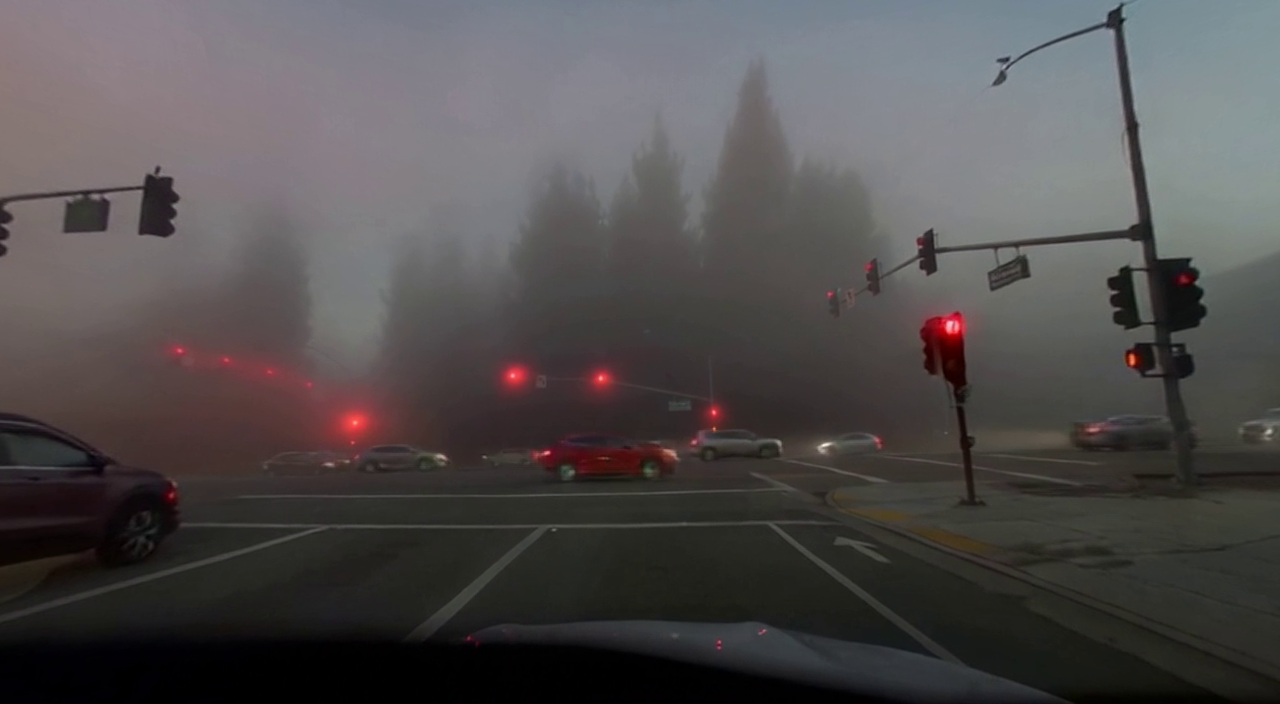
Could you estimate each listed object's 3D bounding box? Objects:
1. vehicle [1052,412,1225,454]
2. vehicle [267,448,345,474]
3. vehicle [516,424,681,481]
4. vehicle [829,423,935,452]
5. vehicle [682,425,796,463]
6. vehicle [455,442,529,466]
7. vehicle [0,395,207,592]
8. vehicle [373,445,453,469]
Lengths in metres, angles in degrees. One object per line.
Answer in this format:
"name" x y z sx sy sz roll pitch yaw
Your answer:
"vehicle" 17.687 2.924 22.563 4.515 1.422 1.802 -1 -9 4
"vehicle" -23.554 7.670 44.508 4.466 1.767 1.839 -1 -9 6
"vehicle" -1.214 3.150 19.789 4.865 1.663 1.962 -1 -9 6
"vehicle" 12.904 4.630 33.865 4.906 1.485 1.857 -1 -9 7
"vehicle" 4.135 3.922 26.850 4.591 1.525 1.836 -1 -9 6
"vehicle" -11.048 7.628 47.127 4.939 1.770 2.001 -1 -9 6
"vehicle" -6.407 1.232 5.506 1.785 1.678 4.729 0 -9 1
"vehicle" -14.442 6.680 40.220 4.459 1.477 1.754 -1 -9 6
